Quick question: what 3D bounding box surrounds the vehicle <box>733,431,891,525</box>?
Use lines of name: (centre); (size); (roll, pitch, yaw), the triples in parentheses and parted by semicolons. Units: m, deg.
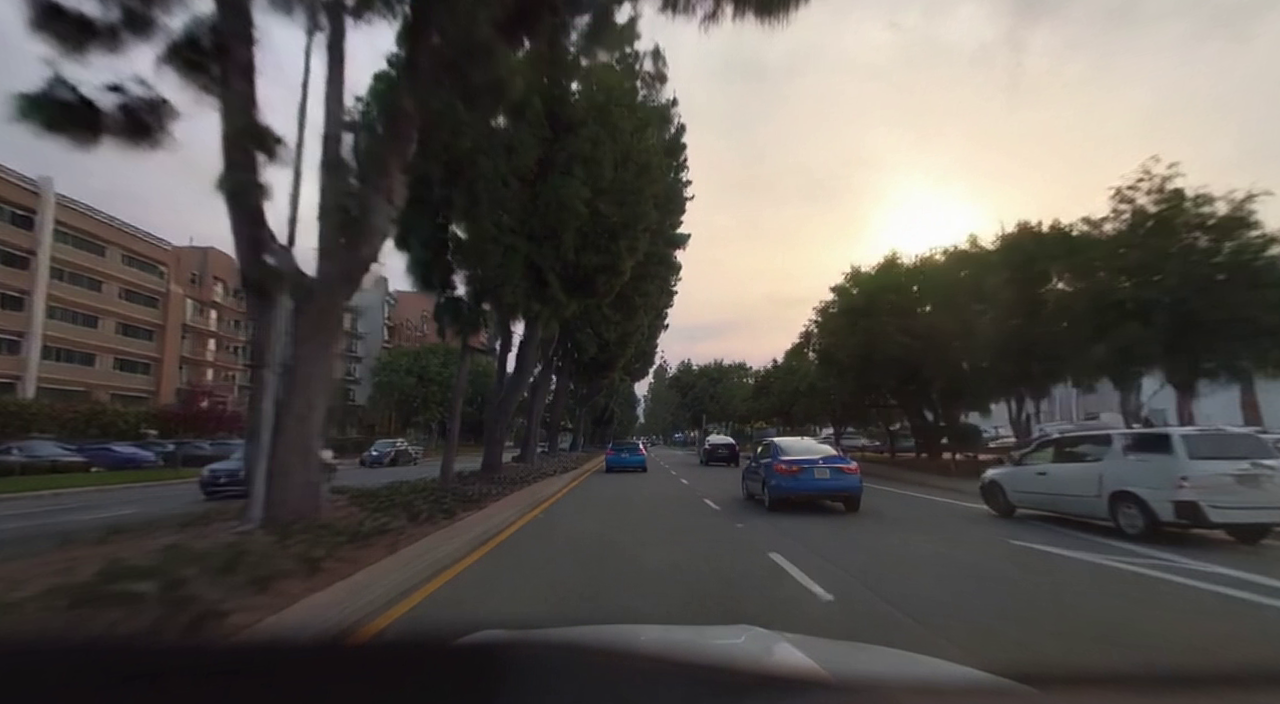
vehicle: (3.072, 2.323, 12.187); (1.852, 1.498, 3.825); (0, -9, -2)

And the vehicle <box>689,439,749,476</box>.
vehicle: (3.285, 4.484, 27.065); (1.908, 1.453, 4.230); (0, -9, -1)

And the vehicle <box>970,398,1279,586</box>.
vehicle: (7.144, 1.729, 8.681); (2.224, 1.772, 5.325); (0, -9, -1)

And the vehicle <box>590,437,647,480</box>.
vehicle: (-0.763, 4.041, 24.156); (1.994, 1.479, 3.647); (0, -9, 0)

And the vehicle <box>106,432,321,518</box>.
vehicle: (-9.197, 2.658, 14.190); (1.953, 1.612, 4.204); (0, -9, -2)
